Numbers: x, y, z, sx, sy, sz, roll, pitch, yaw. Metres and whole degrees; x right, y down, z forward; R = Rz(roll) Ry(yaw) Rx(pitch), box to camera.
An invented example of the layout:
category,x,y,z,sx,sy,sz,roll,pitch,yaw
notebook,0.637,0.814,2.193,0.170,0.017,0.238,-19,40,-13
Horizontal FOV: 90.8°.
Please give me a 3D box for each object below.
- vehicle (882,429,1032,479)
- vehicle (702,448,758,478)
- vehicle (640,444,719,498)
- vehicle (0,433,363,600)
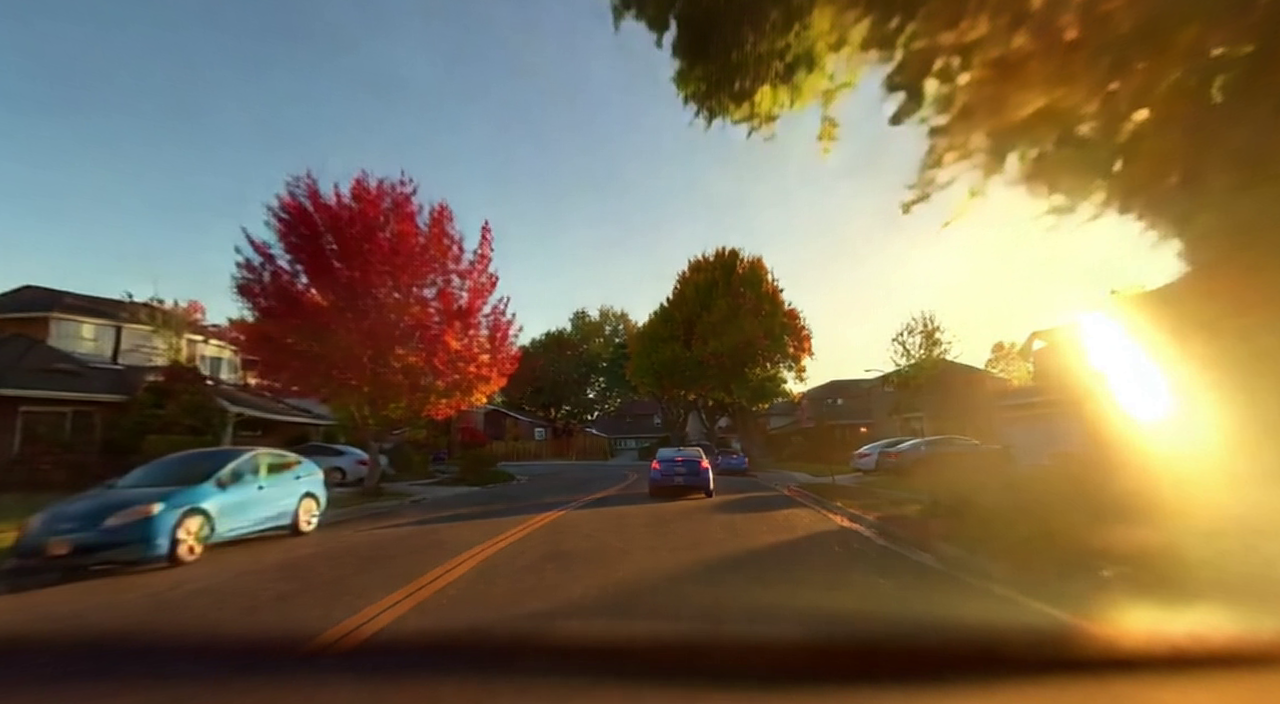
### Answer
category,x,y,z,sx,sy,sz,roll,pitch,yaw
vehicle,11.921,3.837,23.966,4.524,1.587,2.064,-2,-8,-4
vehicle,4.671,5.825,33.514,2.089,1.462,4.529,0,-8,-3
vehicle,1.119,3.586,19.533,2.192,1.474,4.192,0,-8,1
vehicle,-6.565,2.146,9.409,2.641,1.747,4.738,-3,-7,2
